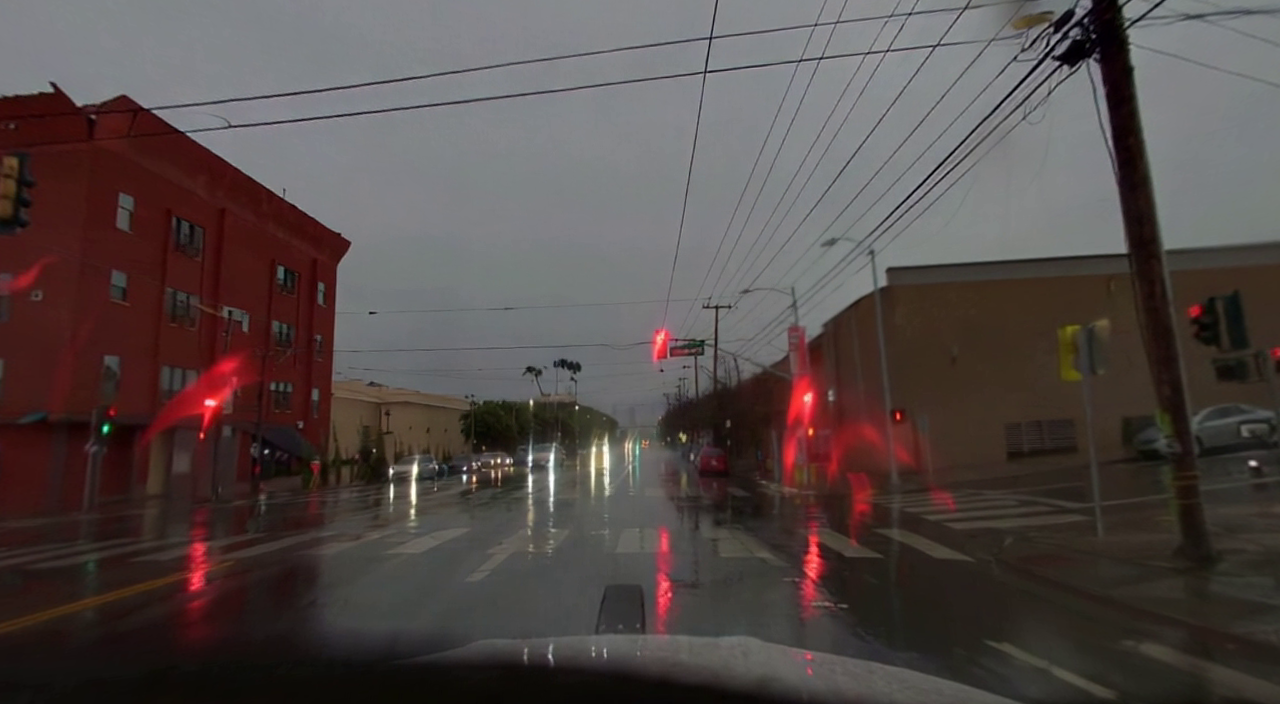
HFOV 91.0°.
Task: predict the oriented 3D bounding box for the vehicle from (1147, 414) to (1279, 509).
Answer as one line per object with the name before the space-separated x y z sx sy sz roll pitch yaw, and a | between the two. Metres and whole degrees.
vehicle | 12.781 2.197 12.775 3.234 1.746 1.941 0 -9 1

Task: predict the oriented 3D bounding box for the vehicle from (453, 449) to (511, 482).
vehicle | -8.723 6.296 35.140 2.020 1.672 3.842 0 -9 3

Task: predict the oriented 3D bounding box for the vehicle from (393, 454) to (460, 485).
vehicle | -12.031 6.618 35.808 1.943 1.574 4.727 0 -9 3
